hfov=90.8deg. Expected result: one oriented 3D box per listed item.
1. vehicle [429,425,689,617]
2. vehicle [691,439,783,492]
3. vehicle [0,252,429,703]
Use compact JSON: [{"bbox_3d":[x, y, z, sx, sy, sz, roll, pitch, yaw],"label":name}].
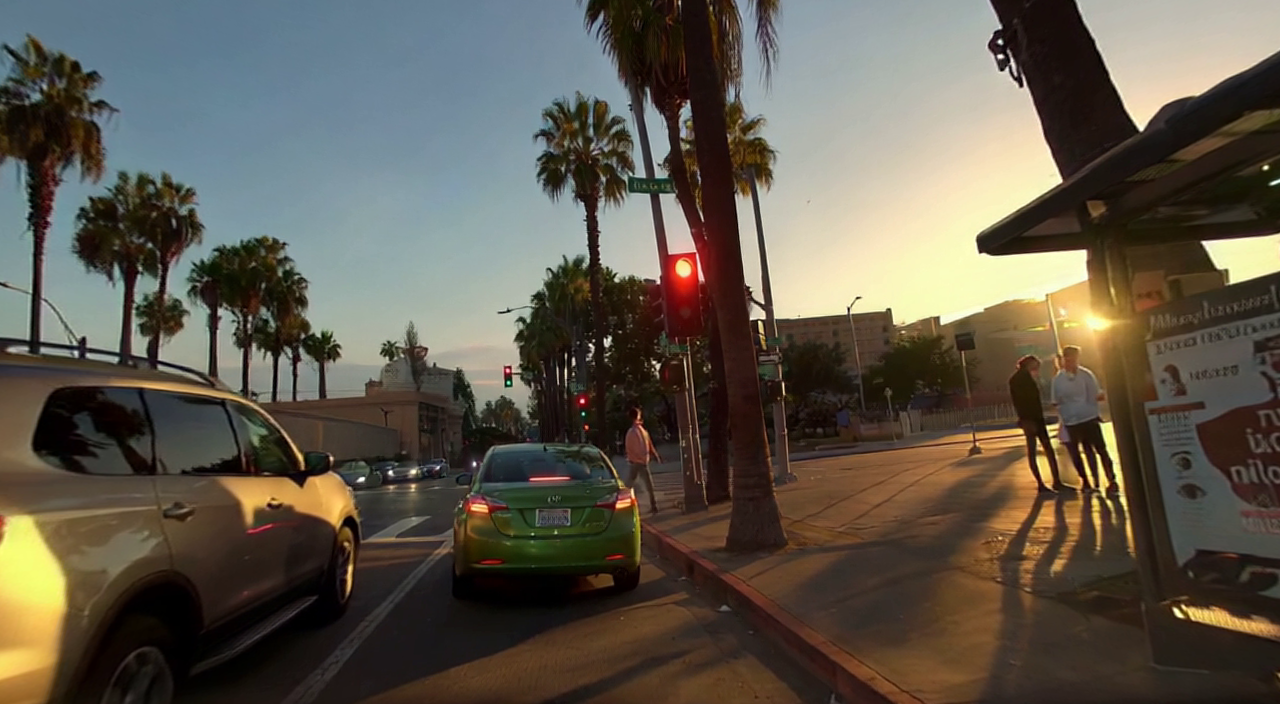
[{"bbox_3d":[-1.004,1.653,7.240,2.065,1.467,4.289,1,-9,-11],"label":"vehicle"},{"bbox_3d":[4.899,5.756,32.205,3.986,1.636,1.903,10,5,-9],"label":"vehicle"},{"bbox_3d":[-2.816,0.972,3.667,2.098,1.851,4.571,1,-9,-7],"label":"vehicle"}]
